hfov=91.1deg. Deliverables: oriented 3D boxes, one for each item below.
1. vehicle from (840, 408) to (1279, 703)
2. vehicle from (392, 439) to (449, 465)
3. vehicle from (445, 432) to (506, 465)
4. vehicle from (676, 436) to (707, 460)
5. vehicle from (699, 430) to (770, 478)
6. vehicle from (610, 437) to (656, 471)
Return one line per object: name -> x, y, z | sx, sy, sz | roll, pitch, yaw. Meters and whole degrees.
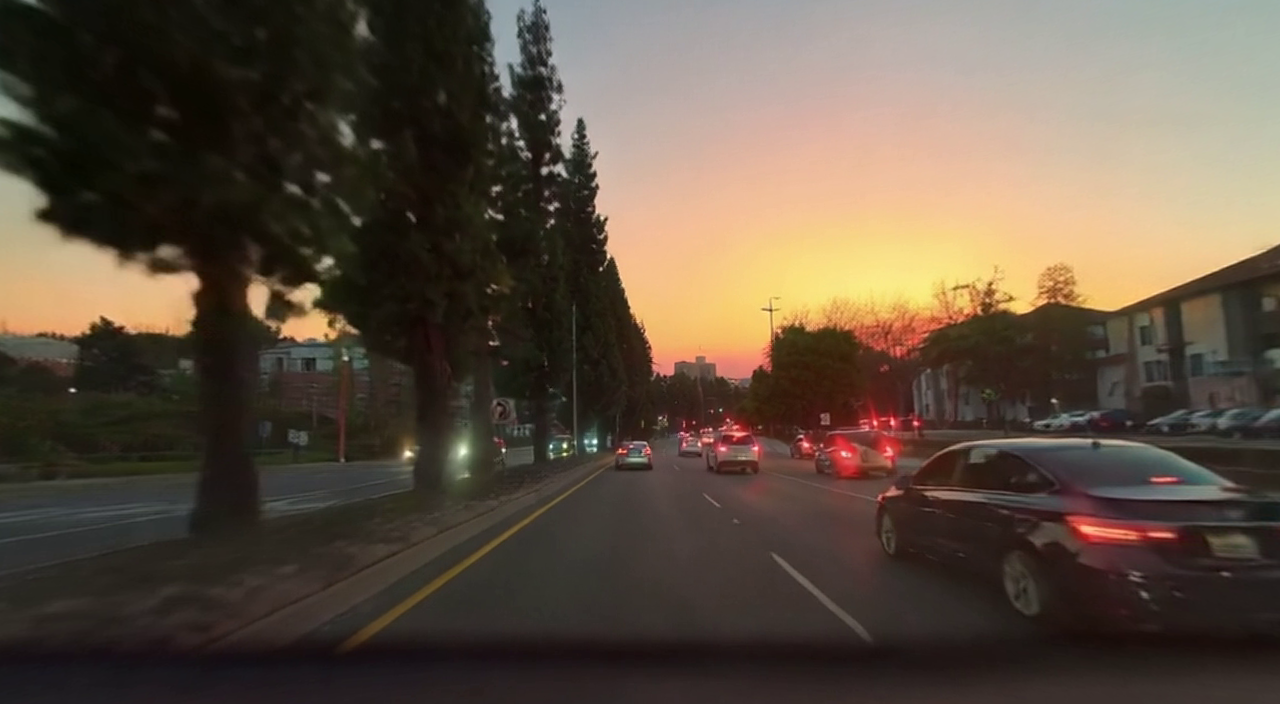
vehicle -> 3.413, 1.351, 5.220 | 2.010, 1.490, 4.639 | 0, -9, 1
vehicle -> -15.218, 6.961, 43.862 | 2.054, 1.669, 5.220 | 0, -9, 0
vehicle -> -8.169, 4.851, 31.596 | 1.939, 1.574, 3.820 | 0, -9, 1
vehicle -> 3.893, 7.357, 48.019 | 1.982, 1.709, 4.427 | 0, -9, -1
vehicle -> 3.674, 4.064, 25.201 | 2.130, 1.718, 4.310 | 0, -9, 0
vehicle -> -0.307, 4.954, 30.625 | 2.111, 1.506, 4.018 | 0, -9, 0
